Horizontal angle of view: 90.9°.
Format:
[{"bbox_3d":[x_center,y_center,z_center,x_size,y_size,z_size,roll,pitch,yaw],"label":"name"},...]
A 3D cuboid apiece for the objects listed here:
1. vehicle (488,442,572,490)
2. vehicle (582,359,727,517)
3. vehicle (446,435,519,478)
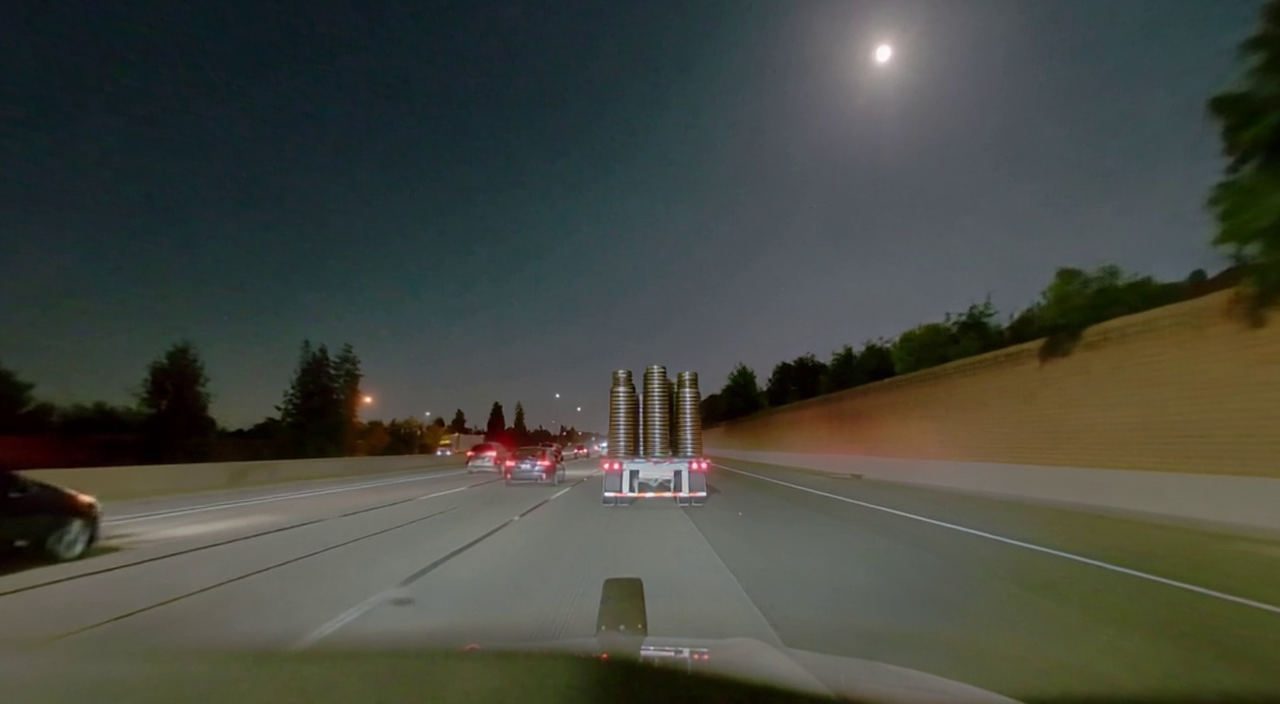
[{"bbox_3d":[-3.642,3.850,21.723,1.974,1.475,4.538,0,-8,1],"label":"vehicle"},{"bbox_3d":[0.323,2.278,16.551,2.798,3.071,8.412,0,-8,1],"label":"vehicle"},{"bbox_3d":[-7.459,5.007,30.412,2.164,1.874,5.004,0,-8,0],"label":"vehicle"}]
